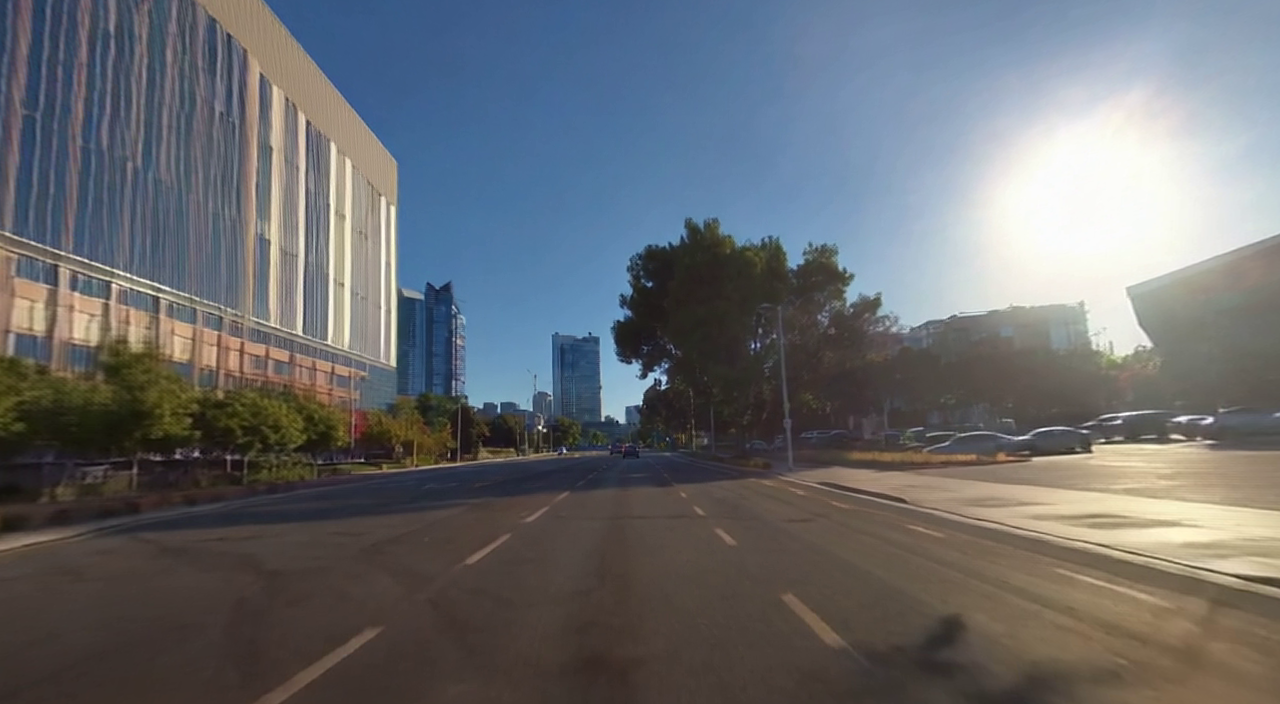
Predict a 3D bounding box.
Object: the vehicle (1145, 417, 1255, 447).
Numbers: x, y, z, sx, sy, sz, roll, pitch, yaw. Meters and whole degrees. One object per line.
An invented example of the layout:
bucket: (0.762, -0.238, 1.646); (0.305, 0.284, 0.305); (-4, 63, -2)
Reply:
vehicle: (32.679, 4.708, 36.951); (4.531, 1.672, 1.895); (0, -9, 0)
